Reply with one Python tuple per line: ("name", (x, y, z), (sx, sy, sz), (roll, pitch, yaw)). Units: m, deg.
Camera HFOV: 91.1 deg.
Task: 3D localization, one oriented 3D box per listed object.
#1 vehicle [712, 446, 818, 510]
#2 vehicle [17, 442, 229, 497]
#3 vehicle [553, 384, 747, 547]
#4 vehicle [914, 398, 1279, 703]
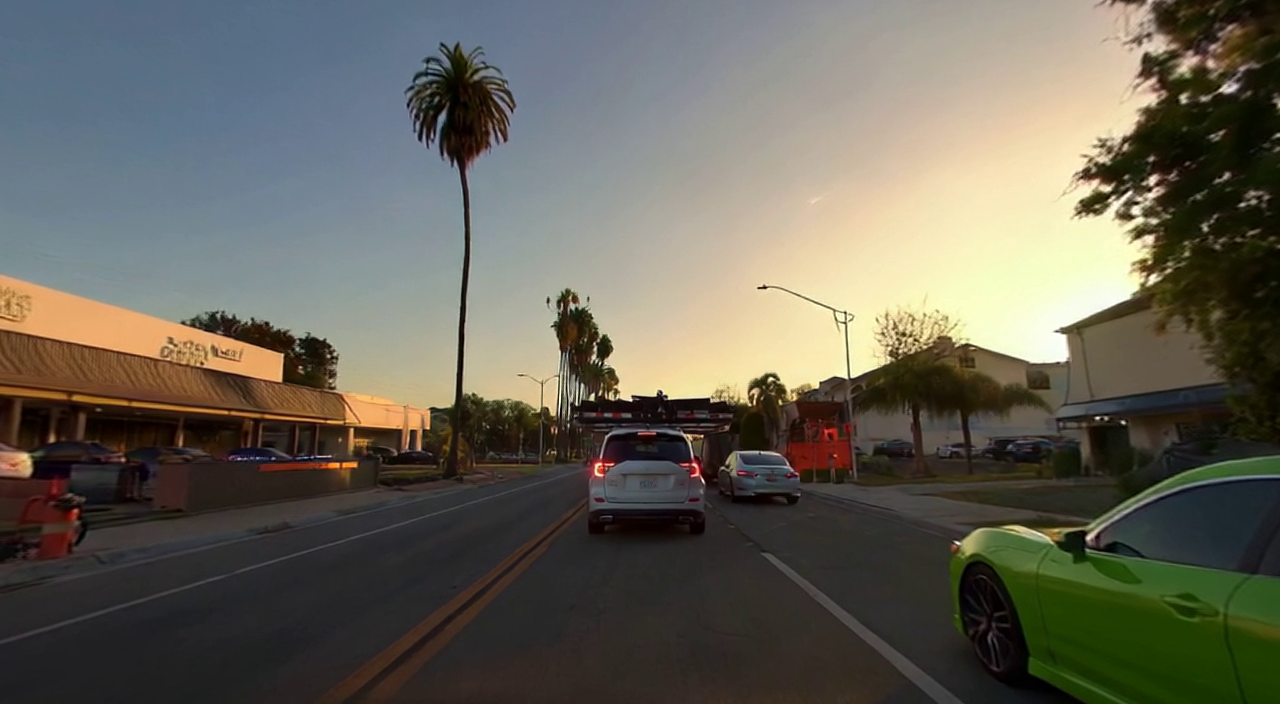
("vehicle", (3.231, 3.328, 17.143), (2.010, 1.499, 4.107), (0, -8, 0))
("vehicle", (-15.084, 3.427, 18.526), (4.490, 1.500, 1.875), (0, -8, -2))
("vehicle", (0.168, 2.081, 12.200), (2.728, 2.305, 6.506), (0, -8, 1))
("vehicle", (3.042, 0.904, 1.890), (2.171, 1.520, 4.853), (0, -8, -1))
